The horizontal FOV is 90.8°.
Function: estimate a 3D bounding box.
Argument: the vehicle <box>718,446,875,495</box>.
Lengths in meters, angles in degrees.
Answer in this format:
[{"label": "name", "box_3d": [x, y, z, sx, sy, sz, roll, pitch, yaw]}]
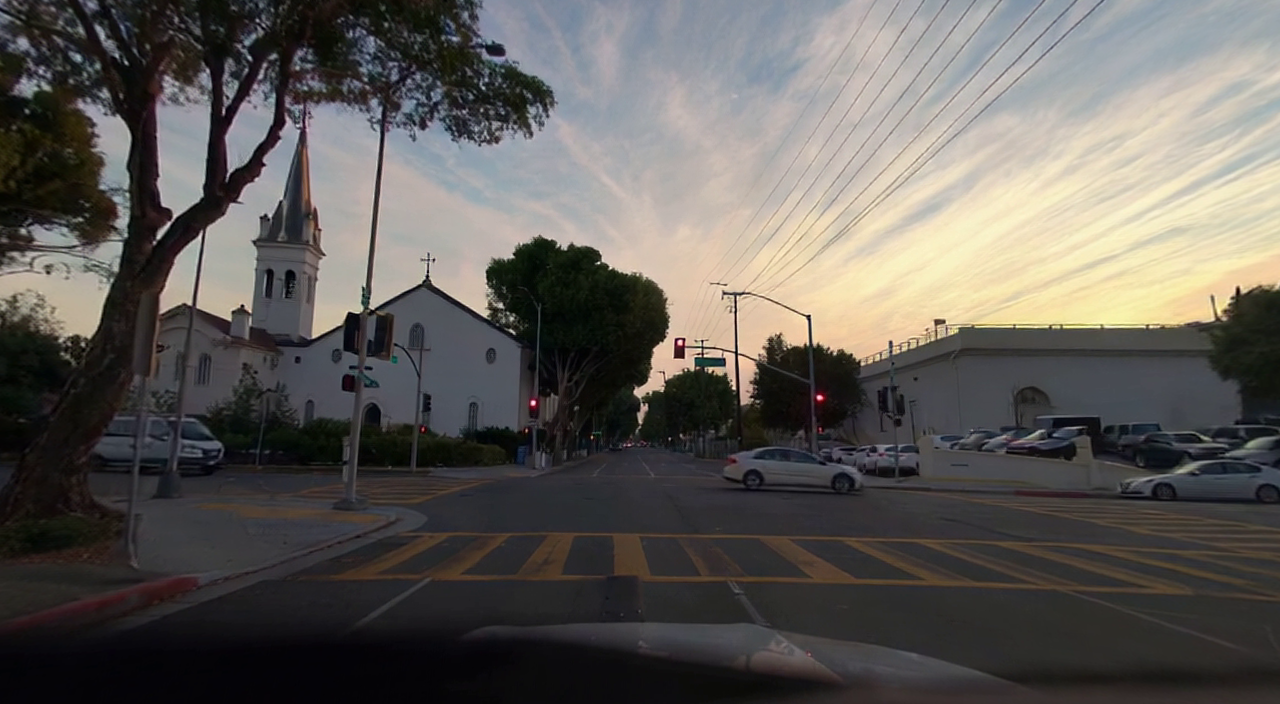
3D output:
[{"label": "vehicle", "box_3d": [5.045, 3.896, 20.992, 4.718, 1.497, 2.032, 0, -9, 3]}]

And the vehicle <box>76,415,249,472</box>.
[{"label": "vehicle", "box_3d": [-16.723, 3.230, 22.338, 4.372, 1.892, 2.002, 0, -9, -1]}]
